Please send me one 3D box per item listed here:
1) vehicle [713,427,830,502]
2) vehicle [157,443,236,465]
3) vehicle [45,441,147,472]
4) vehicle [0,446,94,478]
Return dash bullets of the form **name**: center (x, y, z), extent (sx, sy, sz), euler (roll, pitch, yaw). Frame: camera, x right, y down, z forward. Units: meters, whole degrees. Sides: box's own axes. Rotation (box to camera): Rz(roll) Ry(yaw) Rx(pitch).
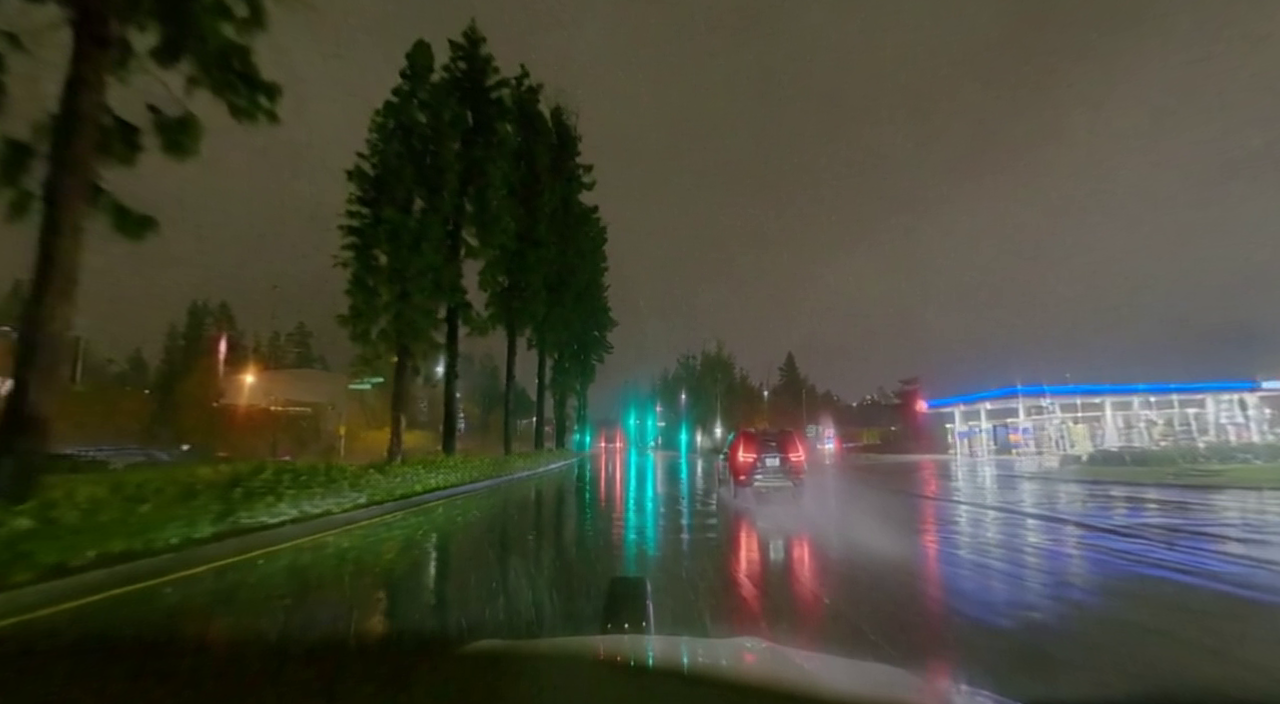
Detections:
- **vehicle**: center (3.446, 3.059, 17.625), extent (2.151, 1.771, 4.792), euler (0, -8, -1)
- **vehicle**: center (-31.840, 7.314, 45.345), extent (4.088, 1.506, 2.073), euler (0, -8, 1)
- **vehicle**: center (-32.273, 6.197, 37.463), extent (4.290, 1.457, 2.056), euler (-3, -7, 1)
- **vehicle**: center (-32.349, 5.984, 34.370), extent (3.472, 1.423, 1.760), euler (-4, -8, 0)
